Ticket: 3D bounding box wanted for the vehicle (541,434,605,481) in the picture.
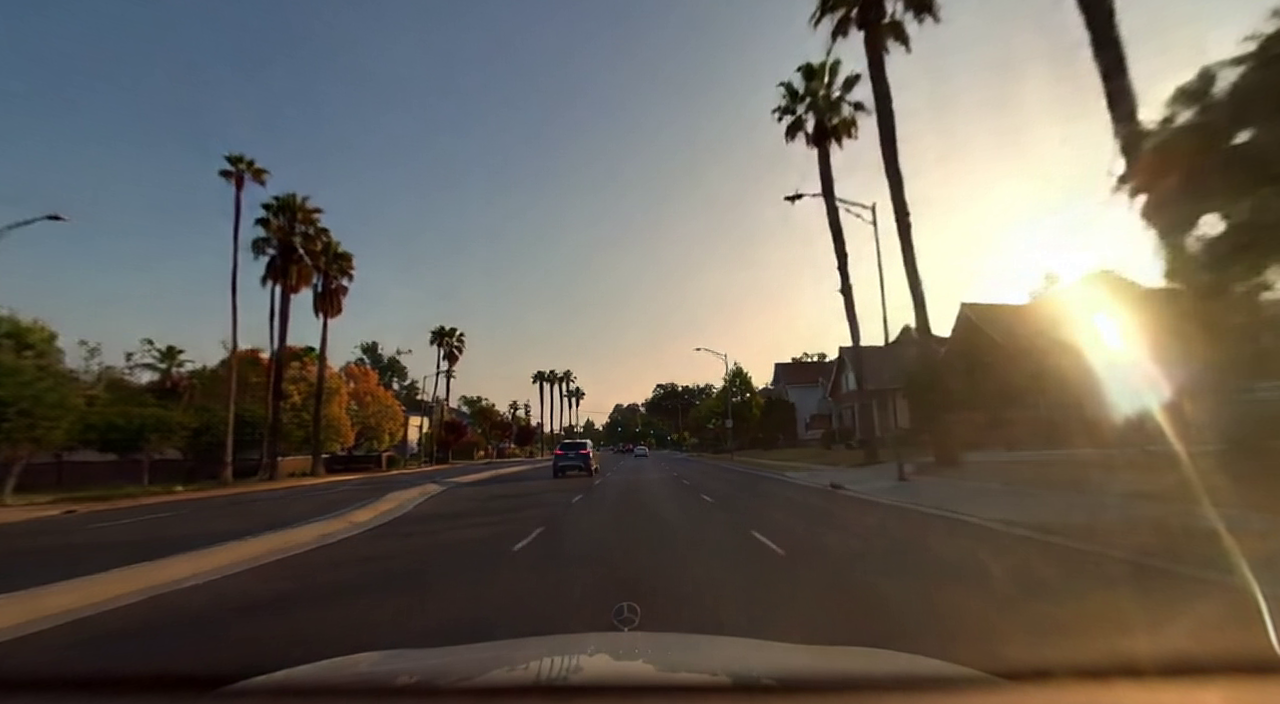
[{"bbox_3d":[-3.006,4.952,29.700,2.370,1.968,5.698,0,-9,1],"label":"vehicle"}]
